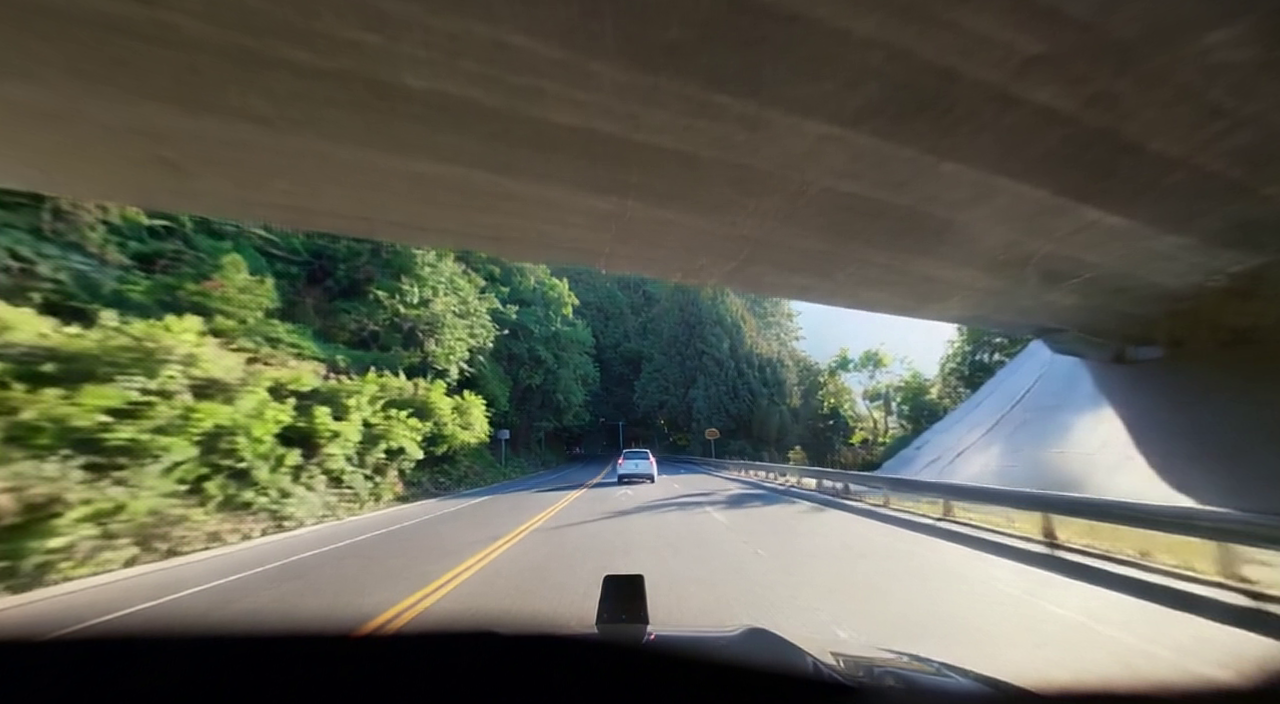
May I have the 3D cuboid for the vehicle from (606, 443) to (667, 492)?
[{"bbox_3d":[-0.141,4.158,22.875,2.037,1.601,3.643,0,-9,-1],"label":"vehicle"}]
